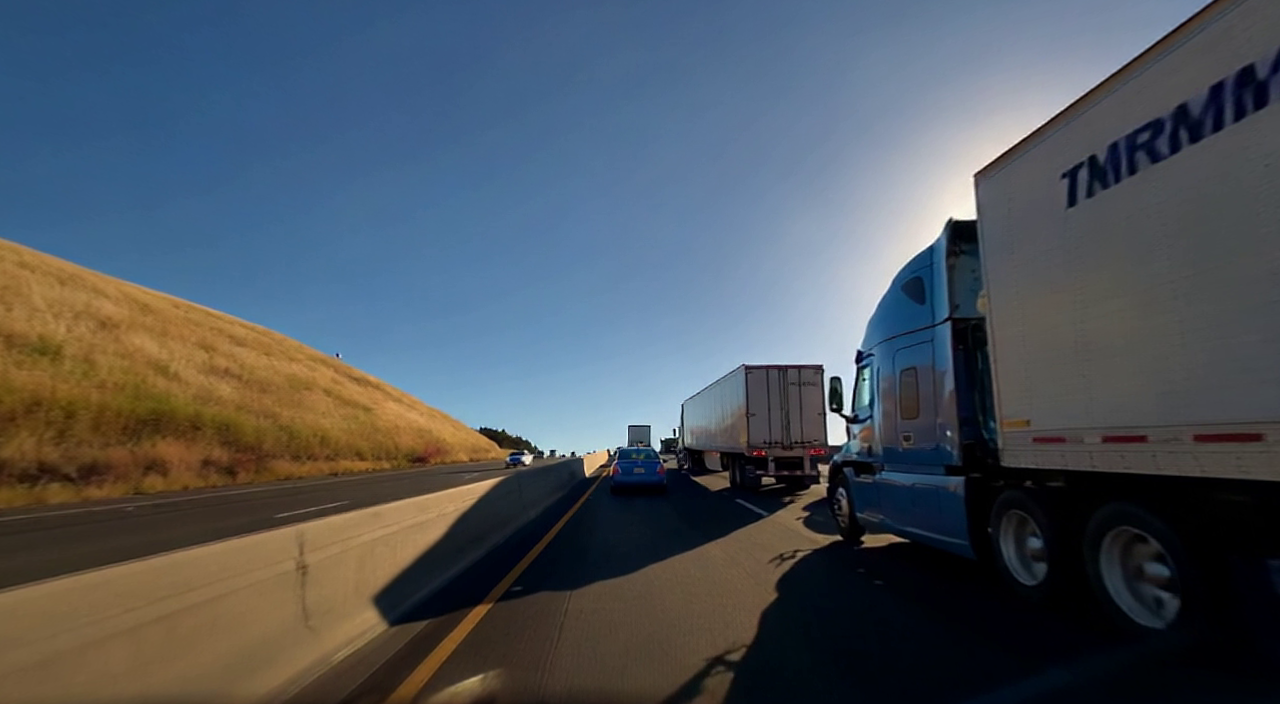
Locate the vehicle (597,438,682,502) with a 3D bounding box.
[{"bbox_3d":[-0.049,3.099,17.017,2.045,1.507,3.763,0,-8,-1],"label":"vehicle"}]

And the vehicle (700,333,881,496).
[{"bbox_3d":[4.358,2.282,21.317,3.235,4.197,9.908,0,-8,-2],"label":"vehicle"}]

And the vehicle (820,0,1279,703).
[{"bbox_3d":[4.229,0.143,5.442,3.150,4.051,6.527,0,-8,-2],"label":"vehicle"}]
